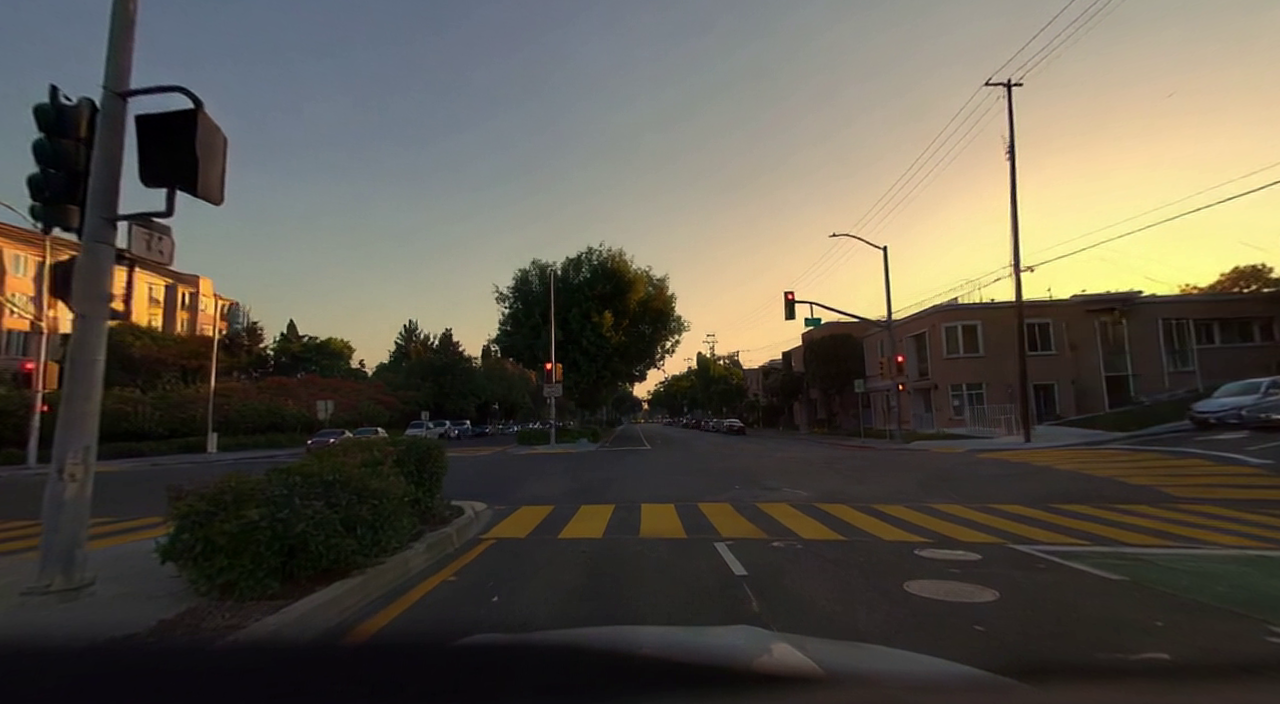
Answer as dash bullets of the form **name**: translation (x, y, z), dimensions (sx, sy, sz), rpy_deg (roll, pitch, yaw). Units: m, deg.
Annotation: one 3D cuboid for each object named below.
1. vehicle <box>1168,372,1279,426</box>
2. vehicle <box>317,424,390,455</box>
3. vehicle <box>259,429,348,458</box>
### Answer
- **vehicle**: translation (22.344, 1.655, 23.055), dimensions (4.531, 1.753, 1.964), rpy_deg (-2, -2, -5)
- **vehicle**: translation (-18.288, 5.662, 40.638), dimensions (2.225, 1.871, 5.189), rpy_deg (0, -9, 0)
- **vehicle**: translation (-18.083, 4.979, 34.305), dimensions (1.939, 1.430, 5.533), rpy_deg (0, -9, -2)
